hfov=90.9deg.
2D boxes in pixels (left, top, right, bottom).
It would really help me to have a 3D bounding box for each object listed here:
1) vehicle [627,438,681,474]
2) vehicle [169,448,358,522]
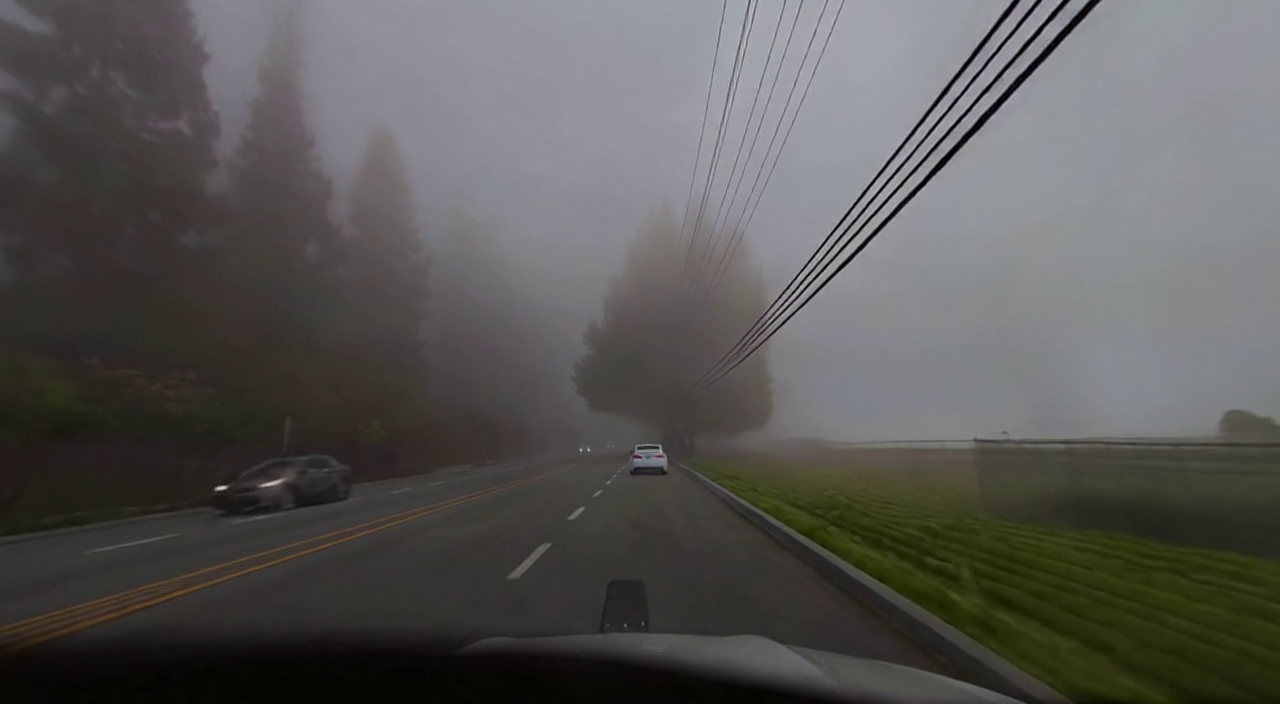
[{"bbox_3d":[0.608,4.539,27.709,2.153,1.461,4.374,0,-8,1],"label":"vehicle"},{"bbox_3d":[-9.023,3.175,15.624,2.061,1.516,4.121,0,-8,1],"label":"vehicle"}]
